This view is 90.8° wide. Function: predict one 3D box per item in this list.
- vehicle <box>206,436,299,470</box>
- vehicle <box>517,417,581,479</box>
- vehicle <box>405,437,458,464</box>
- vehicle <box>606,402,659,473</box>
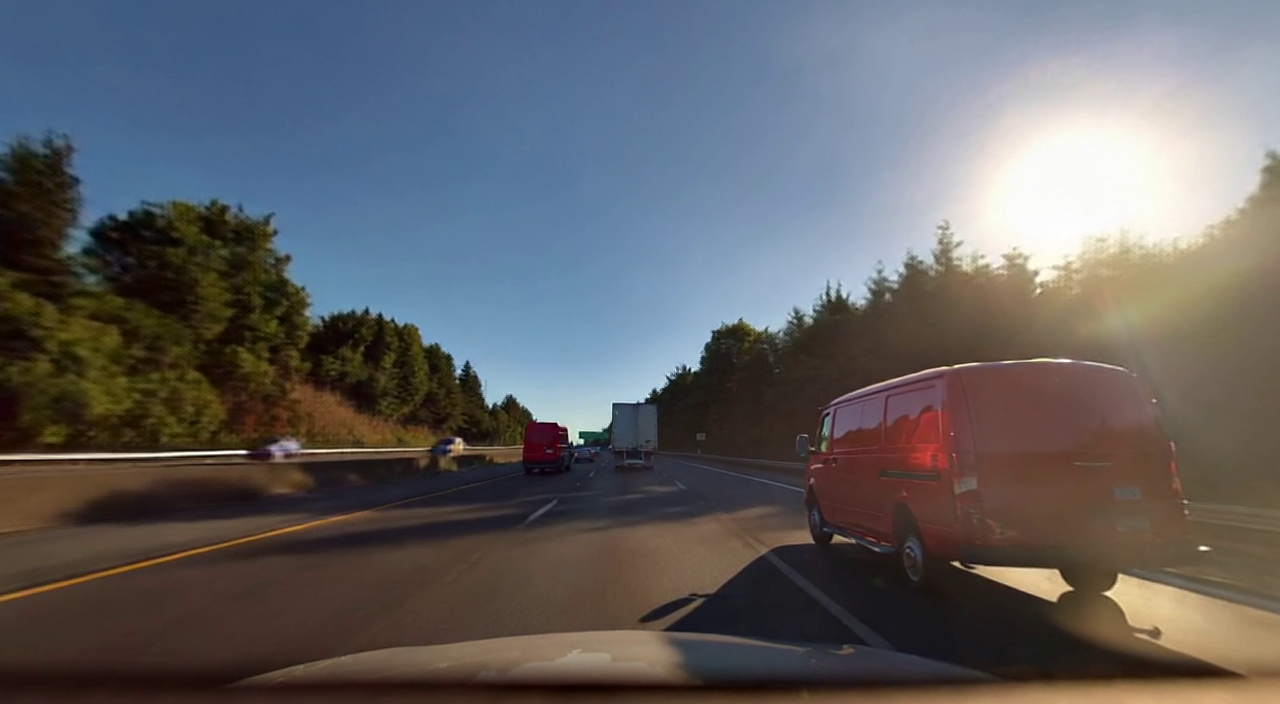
[{"bbox_3d":[-18.176,4.766,29.852,1.840,1.466,4.037,0,-9,-1],"label":"vehicle"},{"bbox_3d":[-4.414,4.849,31.659,2.357,2.786,6.144,0,-9,-1],"label":"vehicle"},{"bbox_3d":[-13.335,6.359,40.553,1.994,1.636,4.057,0,-9,0],"label":"vehicle"},{"bbox_3d":[-0.449,5.659,41.004,2.995,4.036,10.311,0,-9,-1],"label":"vehicle"}]
